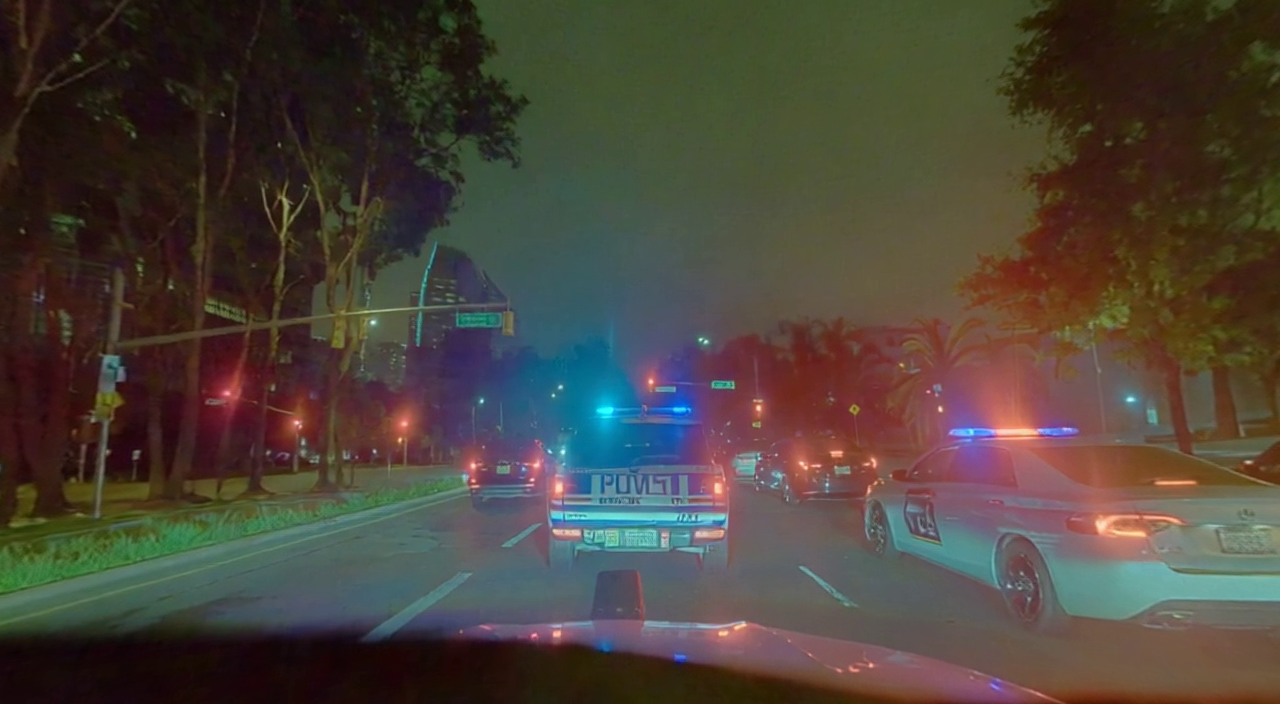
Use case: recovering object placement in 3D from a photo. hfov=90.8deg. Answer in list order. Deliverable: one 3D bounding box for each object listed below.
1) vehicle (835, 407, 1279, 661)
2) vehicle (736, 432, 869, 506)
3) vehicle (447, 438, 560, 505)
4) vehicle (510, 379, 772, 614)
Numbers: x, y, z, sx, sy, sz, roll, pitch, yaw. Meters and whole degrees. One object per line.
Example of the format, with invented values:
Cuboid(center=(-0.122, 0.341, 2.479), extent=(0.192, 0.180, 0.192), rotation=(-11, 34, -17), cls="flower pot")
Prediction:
Cuboid(center=(3.639, 1.407, 6.063), extent=(1.995, 1.483, 4.533), rotation=(0, -8, -1), cls="vehicle")
Cuboid(center=(3.639, 2.702, 15.052), extent=(1.940, 1.474, 4.234), rotation=(0, -8, -1), cls="vehicle")
Cuboid(center=(-3.315, 2.984, 16.210), extent=(1.913, 1.464, 4.276), rotation=(0, -8, 0), cls="vehicle")
Cuboid(center=(-0.041, 1.453, 7.261), extent=(2.038, 1.819, 4.505), rotation=(0, -8, -1), cls="vehicle")
